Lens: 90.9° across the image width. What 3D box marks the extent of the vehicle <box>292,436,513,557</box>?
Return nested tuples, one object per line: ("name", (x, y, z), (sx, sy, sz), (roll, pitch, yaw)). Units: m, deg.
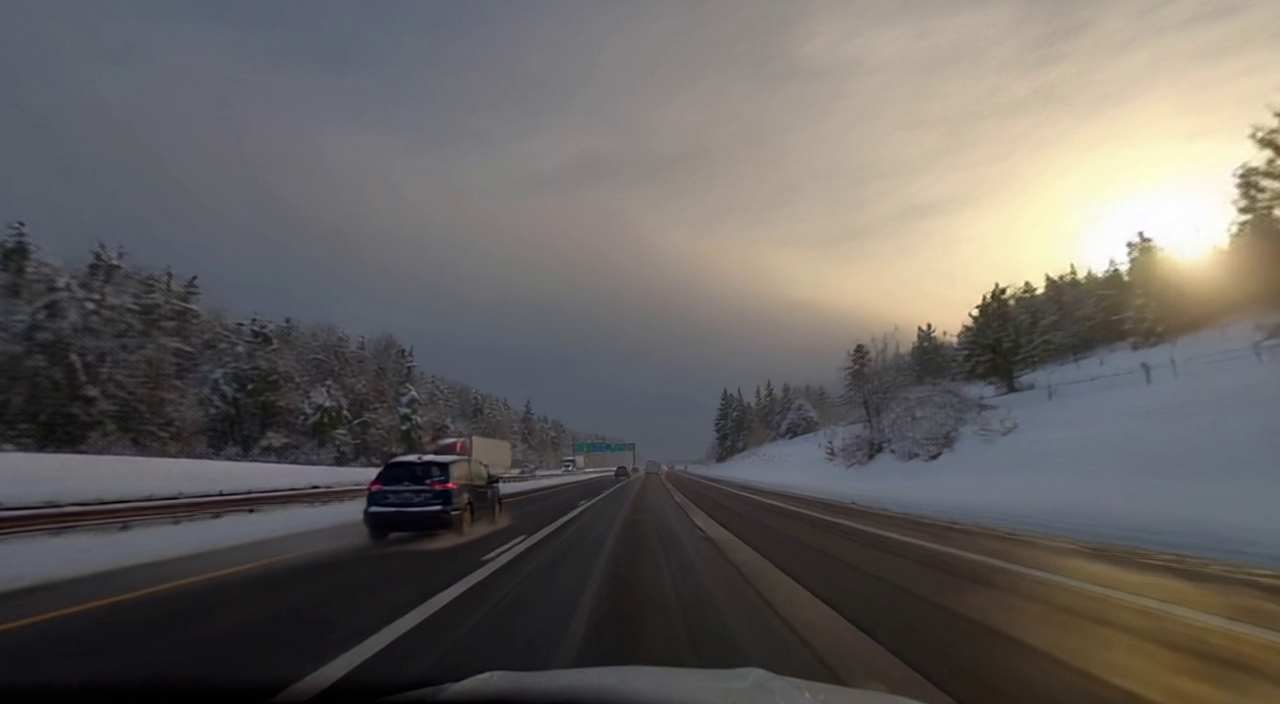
("vehicle", (-3.855, 2.486, 11.353), (2.053, 1.657, 4.725), (1, -11, 1))
